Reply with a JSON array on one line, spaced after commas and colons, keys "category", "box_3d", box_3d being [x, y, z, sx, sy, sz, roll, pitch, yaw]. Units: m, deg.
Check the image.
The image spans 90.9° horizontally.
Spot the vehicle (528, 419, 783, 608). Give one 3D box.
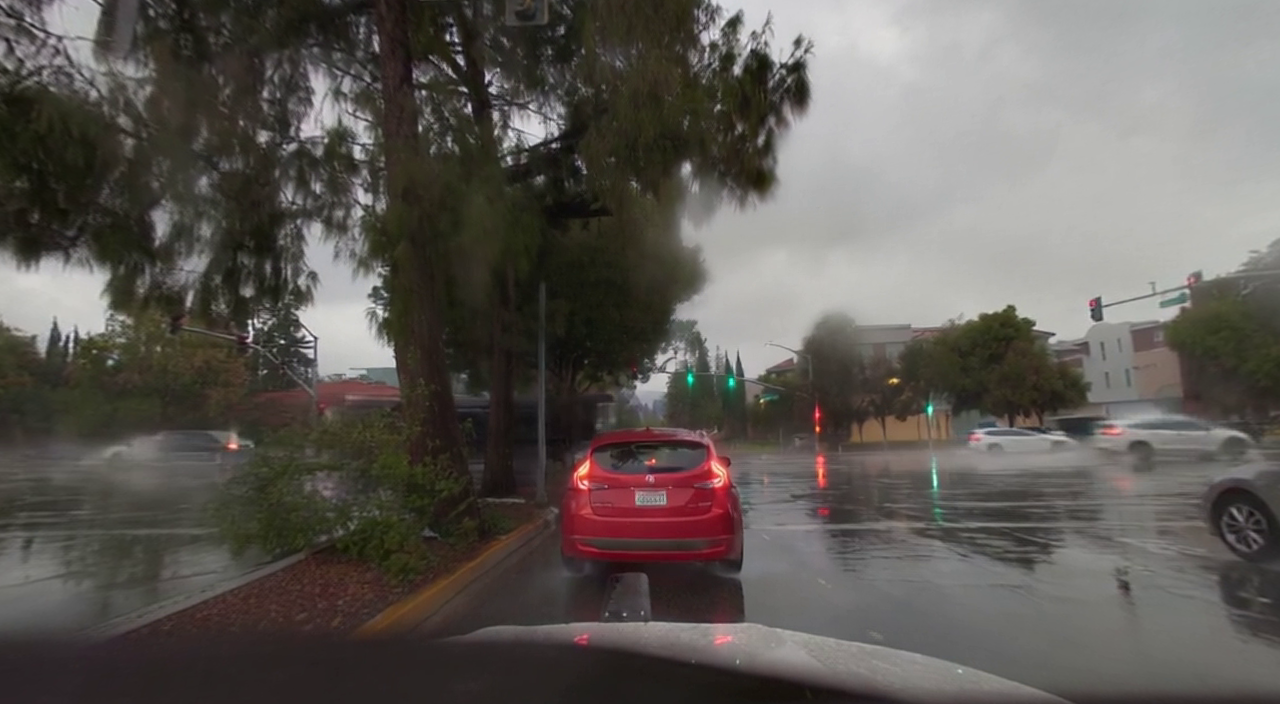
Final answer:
[{"category": "vehicle", "box_3d": [0.081, 1.576, 7.033, 2.041, 1.485, 3.813, 0, -8, -1]}]

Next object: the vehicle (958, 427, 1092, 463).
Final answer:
[{"category": "vehicle", "box_3d": [16.036, 3.904, 26.437, 4.399, 1.445, 1.769, 0, -9, 0]}]

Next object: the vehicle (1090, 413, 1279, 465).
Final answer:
[{"category": "vehicle", "box_3d": [19.484, 3.142, 22.713, 4.921, 1.757, 2.036, 0, -8, 1]}]

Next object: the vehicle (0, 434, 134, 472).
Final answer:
[{"category": "vehicle", "box_3d": [-27.268, 4.811, 30.111, 4.450, 1.684, 1.894, 0, -8, -1]}]

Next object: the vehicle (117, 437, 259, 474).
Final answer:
[{"category": "vehicle", "box_3d": [-18.978, 4.347, 26.620, 4.517, 1.471, 1.854, 0, -8, 0]}]

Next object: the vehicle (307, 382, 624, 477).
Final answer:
[{"category": "vehicle", "box_3d": [-5.930, 2.832, 22.812, 10.544, 3.126, 2.909, 0, -8, 1]}]
